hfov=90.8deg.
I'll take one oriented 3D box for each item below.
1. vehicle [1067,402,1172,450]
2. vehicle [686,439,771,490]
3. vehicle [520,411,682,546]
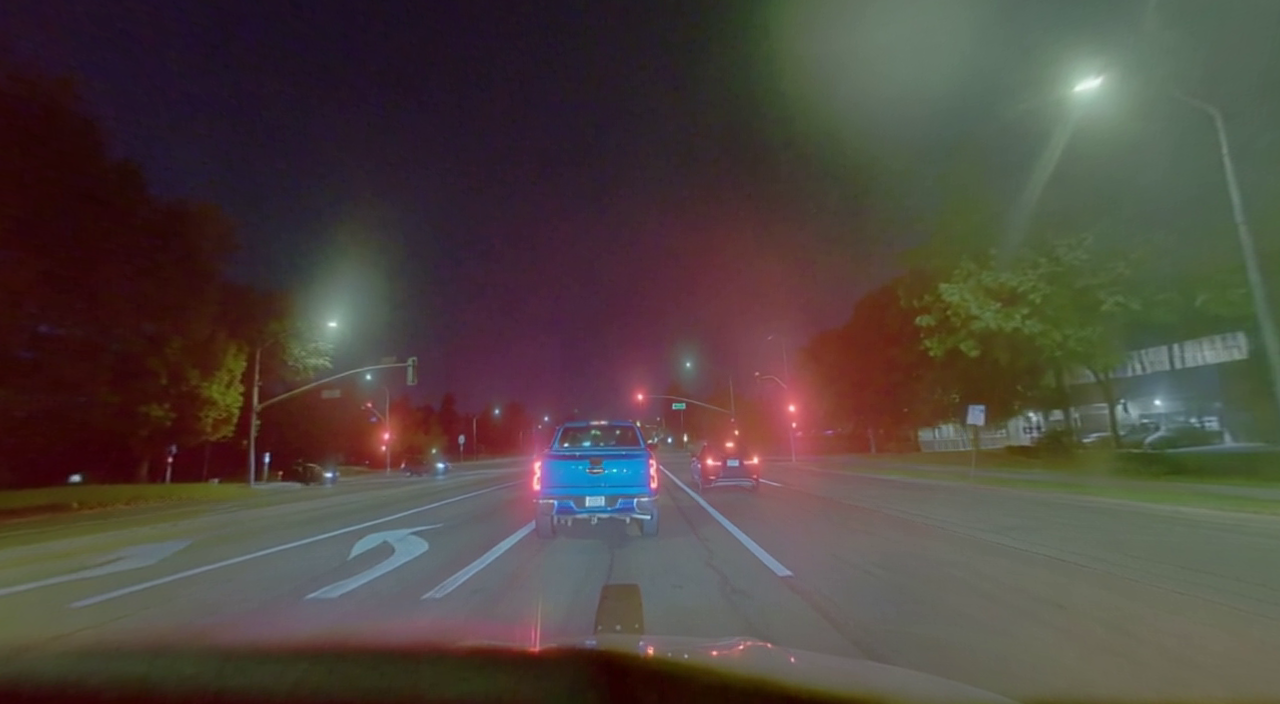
[{"bbox_3d":[30.346,4.791,40.186,2.892,2.881,4.178,2,-9,-16],"label":"vehicle"},{"bbox_3d":[2.771,3.659,20.942,2.073,1.484,4.437,0,-9,-1],"label":"vehicle"},{"bbox_3d":[-0.540,2.032,10.815,2.145,1.762,4.731,0,-9,-1],"label":"vehicle"}]
